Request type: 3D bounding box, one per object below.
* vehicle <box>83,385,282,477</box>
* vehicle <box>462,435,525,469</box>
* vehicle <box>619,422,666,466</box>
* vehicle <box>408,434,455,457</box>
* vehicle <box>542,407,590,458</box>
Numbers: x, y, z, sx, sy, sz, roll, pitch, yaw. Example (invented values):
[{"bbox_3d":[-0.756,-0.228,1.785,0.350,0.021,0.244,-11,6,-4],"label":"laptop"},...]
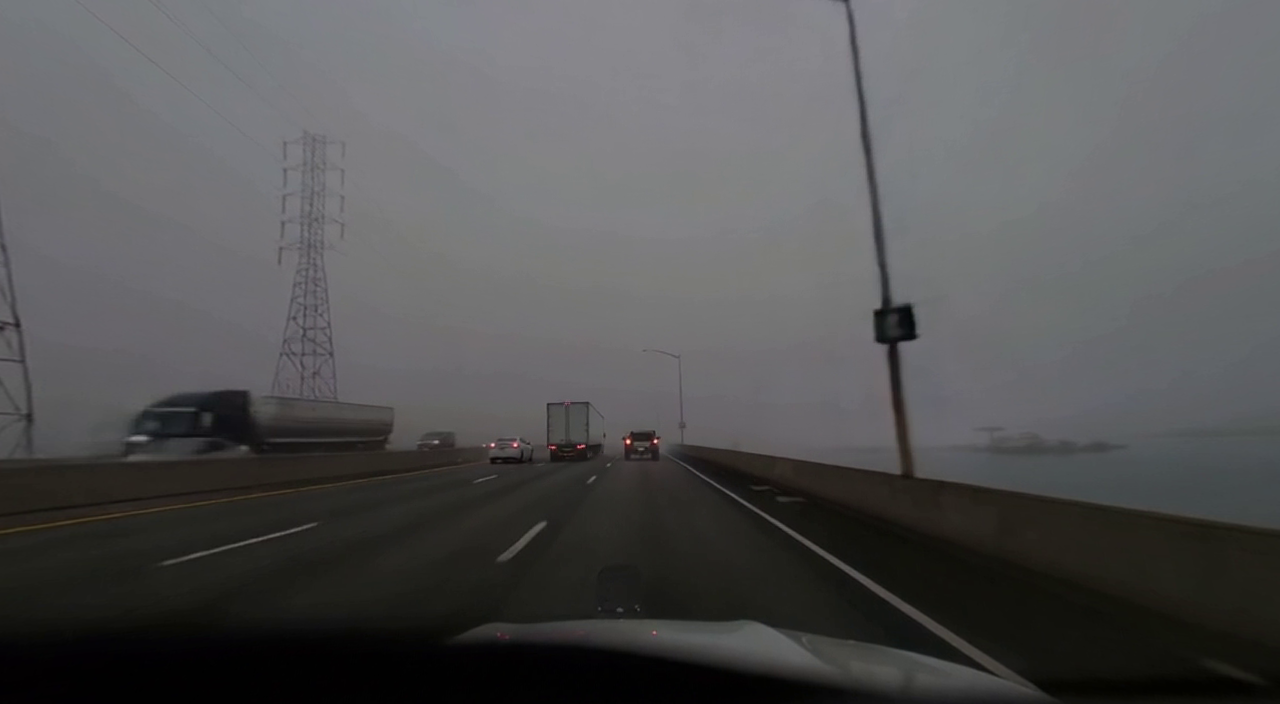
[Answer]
[{"bbox_3d":[-19.370,3.515,27.623,2.798,3.444,7.712,0,-8,0],"label":"vehicle"},{"bbox_3d":[-7.121,4.899,31.166,2.004,1.545,4.513,0,-8,1],"label":"vehicle"},{"bbox_3d":[0.137,4.919,33.689,2.358,2.144,4.713,0,-8,0],"label":"vehicle"},{"bbox_3d":[-16.361,7.369,49.736,1.972,1.723,4.983,0,-8,0],"label":"vehicle"},{"bbox_3d":[-3.746,4.154,32.392,2.178,2.522,2.054,0,-8,1],"label":"vehicle"}]
